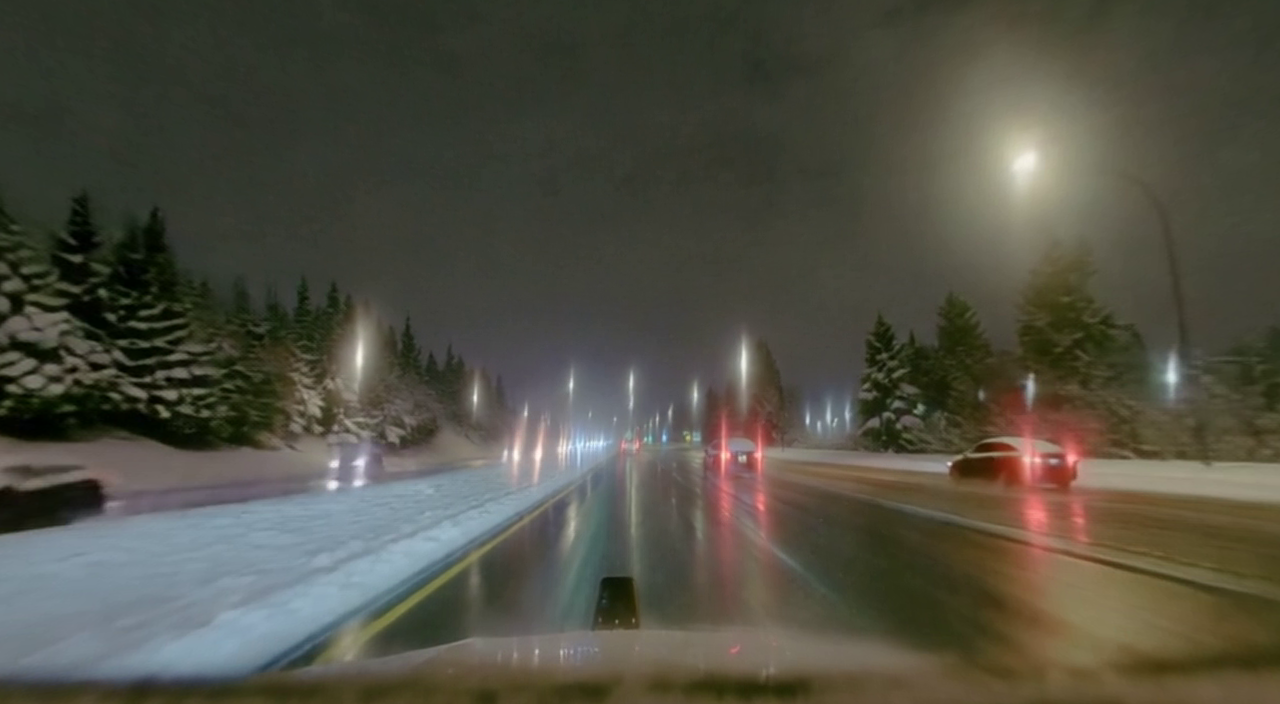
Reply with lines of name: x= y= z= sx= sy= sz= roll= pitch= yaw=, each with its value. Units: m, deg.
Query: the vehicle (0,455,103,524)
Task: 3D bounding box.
vehicle: x=-14.939 y=3.061 z=14.006 sx=1.944 sy=1.456 sz=4.673 roll=0 pitch=-9 yaw=0

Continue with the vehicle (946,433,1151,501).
vehicle: x=10.540 y=3.001 z=16.946 sx=1.987 sy=1.502 sz=5.130 roll=0 pitch=-9 yaw=-1

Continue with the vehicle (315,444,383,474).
vehicle: x=-18.762 y=6.917 z=41.052 sx=2.053 sy=1.810 sz=5.015 roll=0 pitch=-9 yaw=0

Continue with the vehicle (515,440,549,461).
vehicle: x=-8.168 y=7.500 z=48.219 sx=1.860 sy=1.503 sz=3.883 roll=0 pitch=-9 yaw=1

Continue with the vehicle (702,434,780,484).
vehicle: x=3.531 y=3.838 z=22.923 sx=2.018 sy=1.600 sz=4.121 roll=0 pitch=-9 yaw=-2
